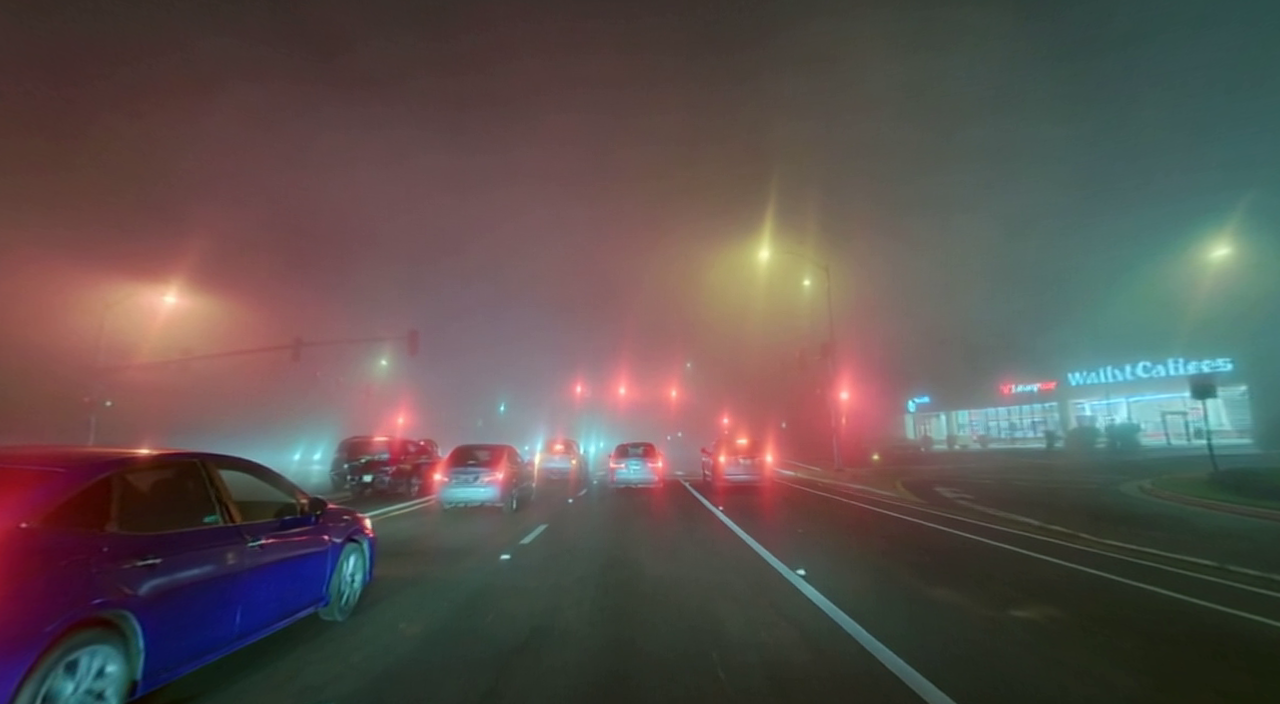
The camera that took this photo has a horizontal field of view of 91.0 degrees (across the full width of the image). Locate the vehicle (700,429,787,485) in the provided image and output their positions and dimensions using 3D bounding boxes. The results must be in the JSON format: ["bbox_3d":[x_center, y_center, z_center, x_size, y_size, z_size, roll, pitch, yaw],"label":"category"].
[{"bbox_3d":[3.386,3.571,21.551,2.076,1.691,4.402,0,-9,-2],"label":"vehicle"}]

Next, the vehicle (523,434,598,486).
[{"bbox_3d":[-2.785,3.915,23.055,2.072,1.694,4.070,0,-9,2],"label":"vehicle"}]

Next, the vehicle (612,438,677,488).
[{"bbox_3d":[0.164,3.751,21.540,2.032,1.499,3.994,0,-9,1],"label":"vehicle"}]

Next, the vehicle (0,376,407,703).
[{"bbox_3d":[-3.102,0.960,2.697,2.249,1.517,4.951,0,-9,1],"label":"vehicle"}]

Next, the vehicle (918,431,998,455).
[{"bbox_3d":[23.362,6.732,46.361,4.781,1.700,1.986,0,-9,1],"label":"vehicle"}]

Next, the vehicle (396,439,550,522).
[{"bbox_3d":[-3.311,2.653,13.521,2.014,1.472,4.357,0,-9,2],"label":"vehicle"}]

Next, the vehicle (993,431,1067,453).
[{"bbox_3d":[30.629,7.073,49.550,4.432,1.680,1.932,0,-9,2],"label":"vehicle"}]
